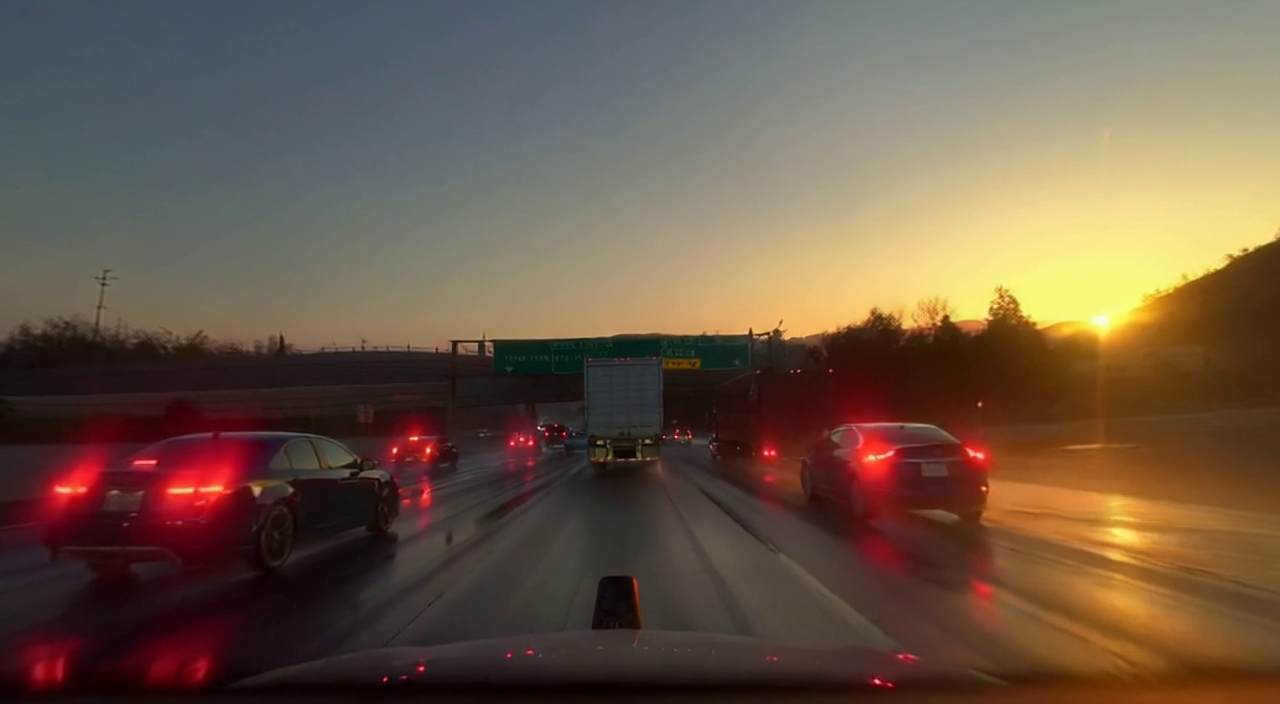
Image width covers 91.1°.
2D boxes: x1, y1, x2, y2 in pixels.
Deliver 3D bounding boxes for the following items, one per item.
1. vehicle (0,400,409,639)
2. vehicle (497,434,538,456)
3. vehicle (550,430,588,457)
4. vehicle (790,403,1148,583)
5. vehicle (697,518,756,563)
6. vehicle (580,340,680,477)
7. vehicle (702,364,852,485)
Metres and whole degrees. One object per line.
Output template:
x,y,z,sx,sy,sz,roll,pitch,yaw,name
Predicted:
-3.846,1.313,5.929,1.882,1.493,3.828,0,-8,0,vehicle
-8.545,6.519,44.291,2.019,1.471,4.347,0,-8,0,vehicle
-4.536,5.937,40.860,1.986,1.612,4.155,0,-8,0,vehicle
3.313,1.479,7.461,1.976,1.513,4.065,0,-8,-1,vehicle
4.798,10.495,35.181,2.835,2.000,2.696,0,-7,-2,vehicle
-0.437,2.315,23.595,2.938,4.033,9.980,0,-8,-2,vehicle
5.149,3.358,27.578,2.863,3.936,14.058,0,-8,-3,vehicle
